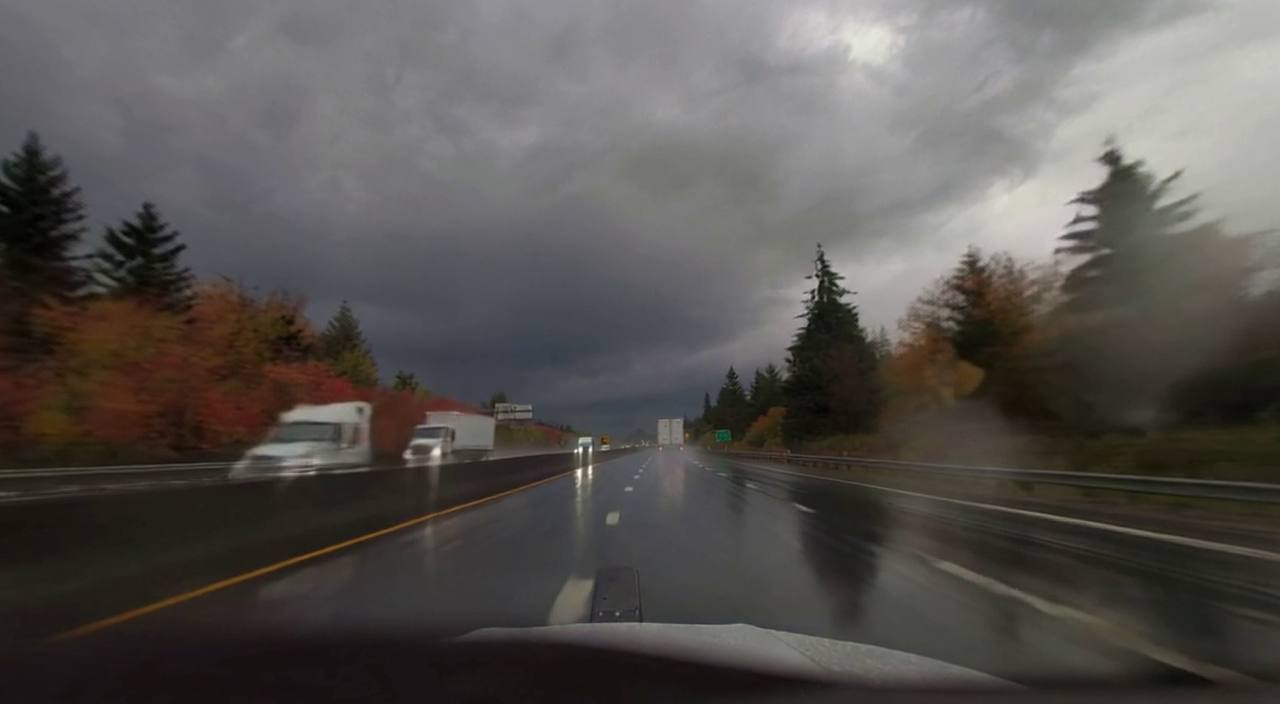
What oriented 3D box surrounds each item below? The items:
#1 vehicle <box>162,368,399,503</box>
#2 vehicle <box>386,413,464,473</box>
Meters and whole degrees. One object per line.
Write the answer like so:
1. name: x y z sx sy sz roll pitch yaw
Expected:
1. vehicle: -10.677 2.713 19.940 2.770 3.421 7.624 -1 -9 2
2. vehicle: -14.278 6.151 42.182 2.938 3.697 5.821 -1 -9 2
